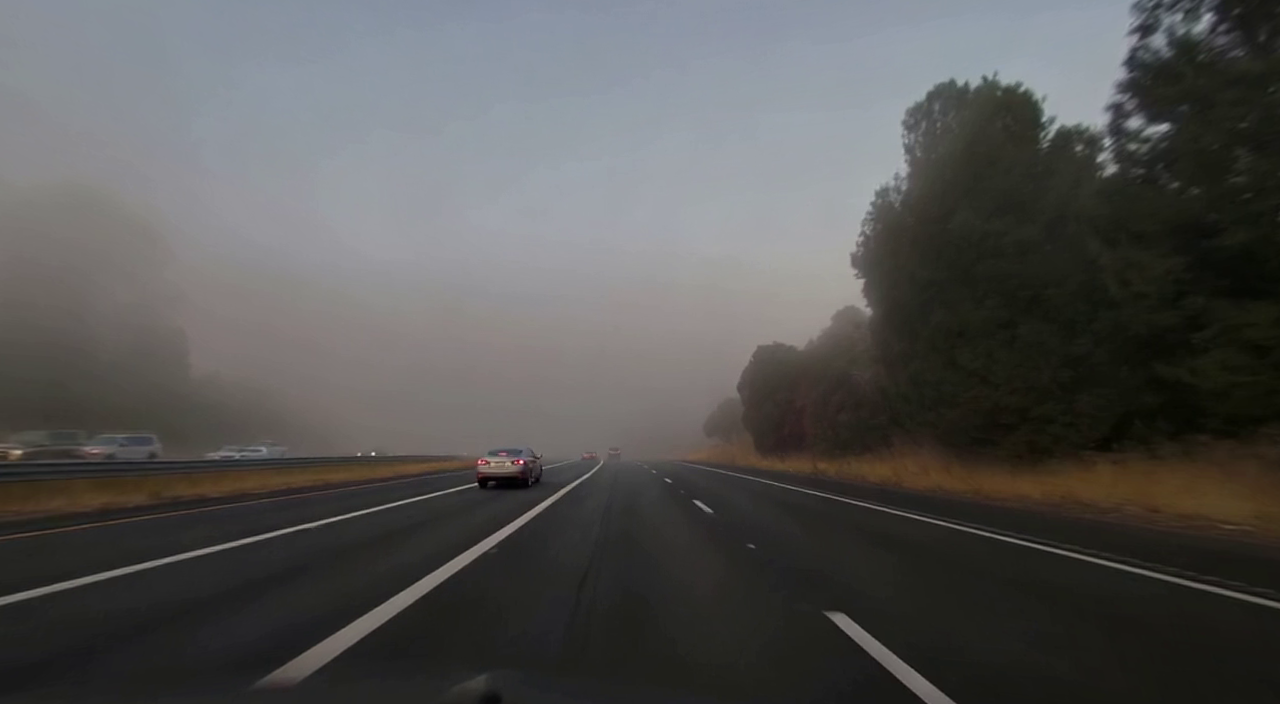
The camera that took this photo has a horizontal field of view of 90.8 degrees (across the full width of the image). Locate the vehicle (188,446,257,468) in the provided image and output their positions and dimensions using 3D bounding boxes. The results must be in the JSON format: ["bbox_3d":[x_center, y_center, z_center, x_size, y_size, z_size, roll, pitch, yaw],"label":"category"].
[{"bbox_3d":[-29.461,7.397,44.761,1.836,1.450,4.553,0,-9,-2],"label":"vehicle"}]

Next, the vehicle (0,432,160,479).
[{"bbox_3d":[-24.677,4.570,28.083,2.221,1.861,5.703,0,-9,-1],"label":"vehicle"}]

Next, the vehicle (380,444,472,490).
[{"bbox_3d":[-7.854,4.245,23.683,2.023,1.519,4.150,0,-9,0],"label":"vehicle"}]

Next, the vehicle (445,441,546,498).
[{"bbox_3d":[-4.262,3.541,19.436,2.073,1.516,4.478,0,-9,0],"label":"vehicle"}]
